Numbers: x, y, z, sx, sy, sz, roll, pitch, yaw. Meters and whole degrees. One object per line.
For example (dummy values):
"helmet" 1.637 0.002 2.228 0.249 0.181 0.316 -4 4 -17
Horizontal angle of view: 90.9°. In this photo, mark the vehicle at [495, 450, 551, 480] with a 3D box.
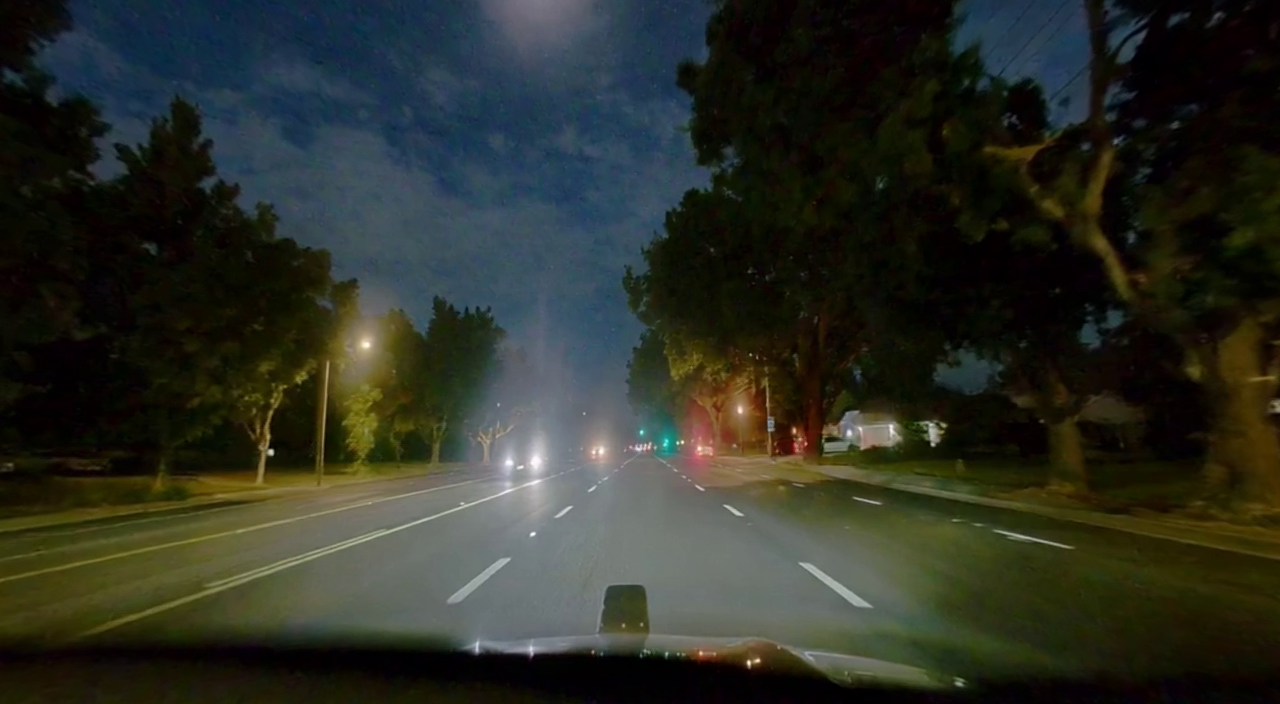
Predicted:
"vehicle" -6.382 6.226 34.971 2.188 1.478 4.567 -1 -8 1

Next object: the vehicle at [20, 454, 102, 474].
"vehicle" -43.070 8.335 46.928 4.236 1.441 1.735 0 -8 -2
